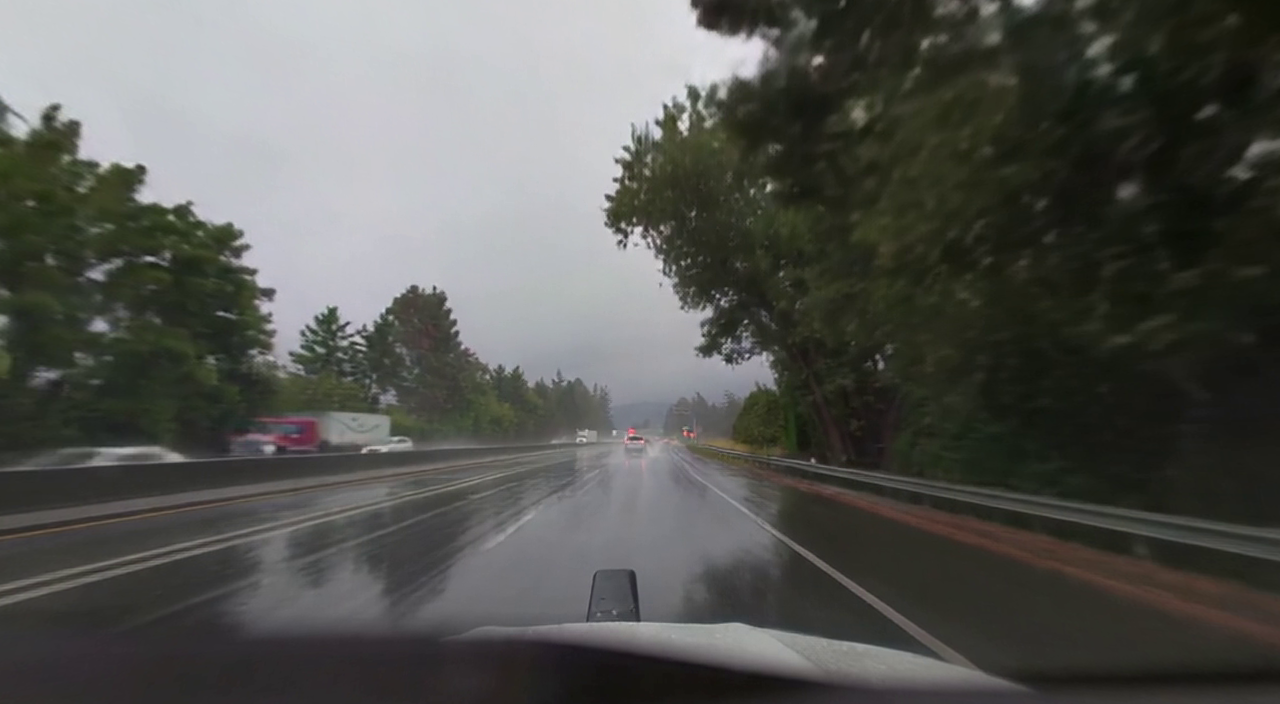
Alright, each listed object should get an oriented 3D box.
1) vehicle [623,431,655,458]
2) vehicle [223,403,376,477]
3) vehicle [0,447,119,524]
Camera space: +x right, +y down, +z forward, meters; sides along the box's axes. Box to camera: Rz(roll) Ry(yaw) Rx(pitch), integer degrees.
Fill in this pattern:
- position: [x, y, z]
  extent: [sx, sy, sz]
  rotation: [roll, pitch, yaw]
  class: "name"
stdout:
- position: [-0.070, 6.603, 44.960]
  extent: [2.188, 1.825, 4.282]
  rotation: [0, -8, 0]
  class: "vehicle"
- position: [-17.073, 4.537, 32.530]
  extent: [2.891, 3.300, 8.602]
  rotation: [-1, -8, 2]
  class: "vehicle"
- position: [-13.402, 2.705, 12.826]
  extent: [1.931, 1.456, 4.160]
  rotation: [0, -8, 1]
  class: "vehicle"
